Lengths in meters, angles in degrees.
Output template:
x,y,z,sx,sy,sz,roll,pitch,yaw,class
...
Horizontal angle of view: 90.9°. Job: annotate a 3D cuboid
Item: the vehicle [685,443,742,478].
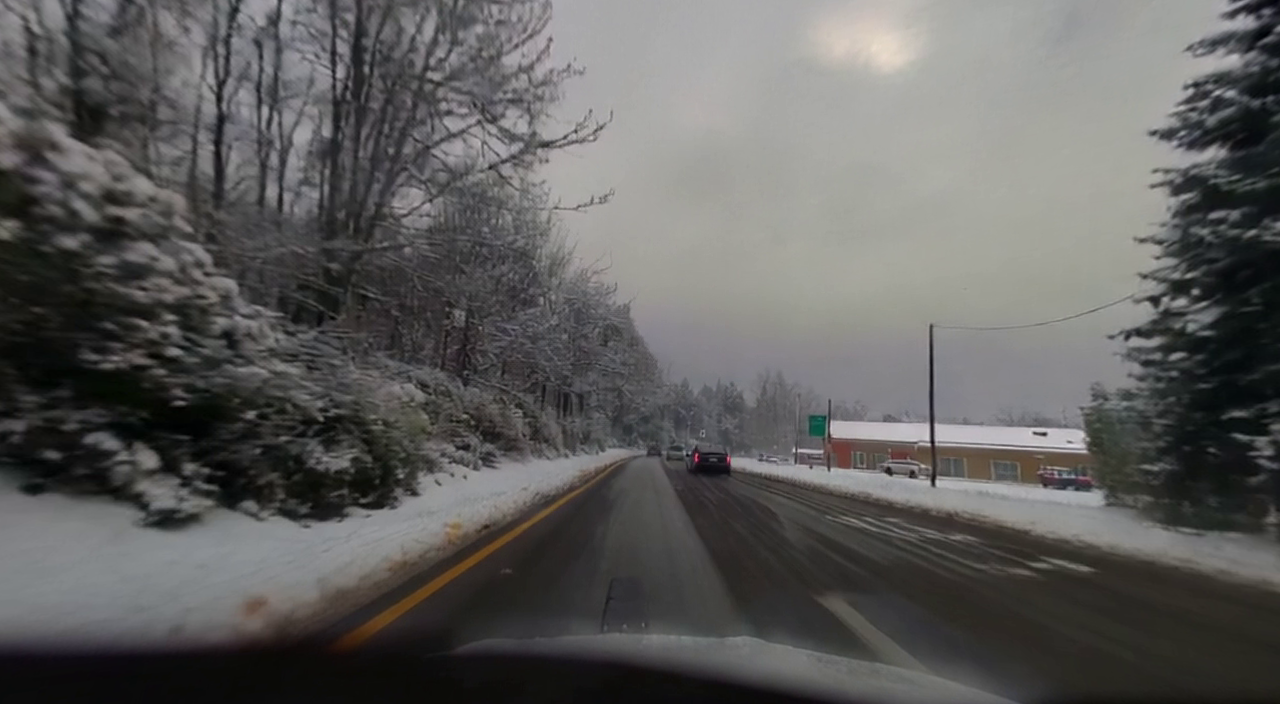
x,y,z,sx,sy,sz,roll,pitch,yaw,class
3.305,4.975,29.318,1.956,1.473,4.640,0,-8,-2,vehicle
